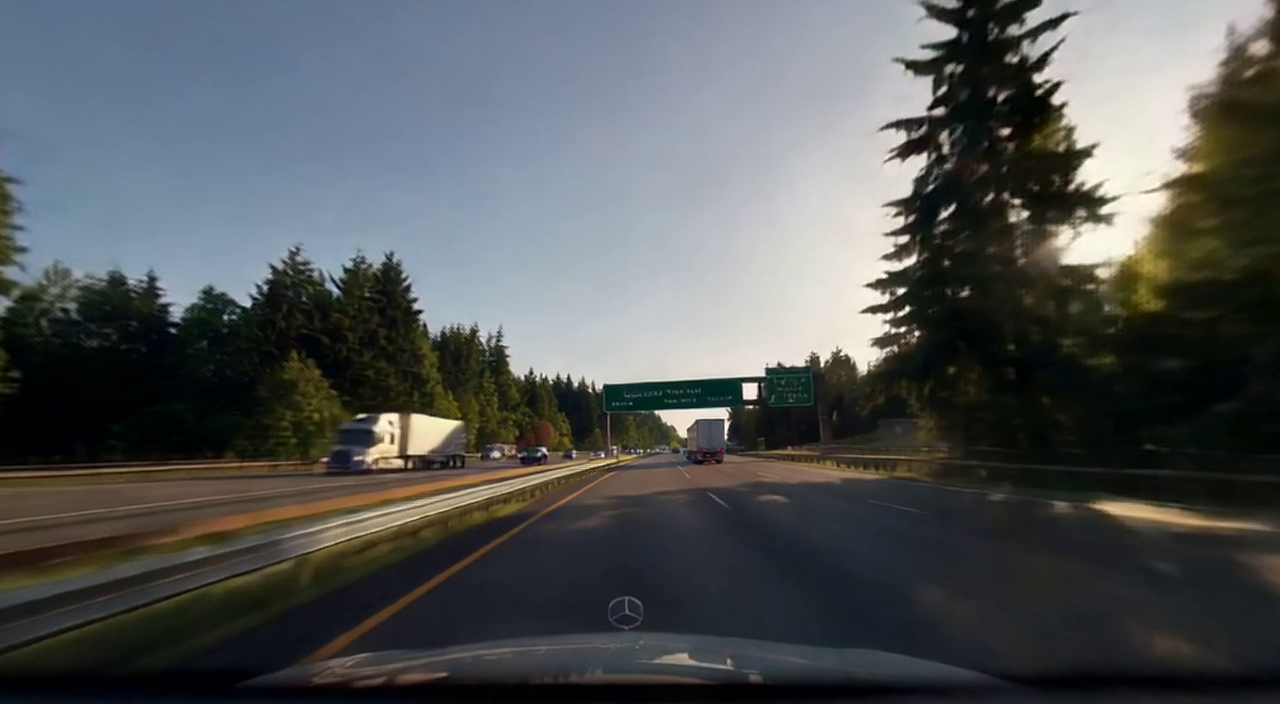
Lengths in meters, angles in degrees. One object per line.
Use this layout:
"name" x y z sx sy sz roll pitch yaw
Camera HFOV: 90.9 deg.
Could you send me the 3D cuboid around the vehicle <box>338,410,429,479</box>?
"vehicle" -15.957 5.868 39.764 2.992 4.002 5.884 0 -9 1
